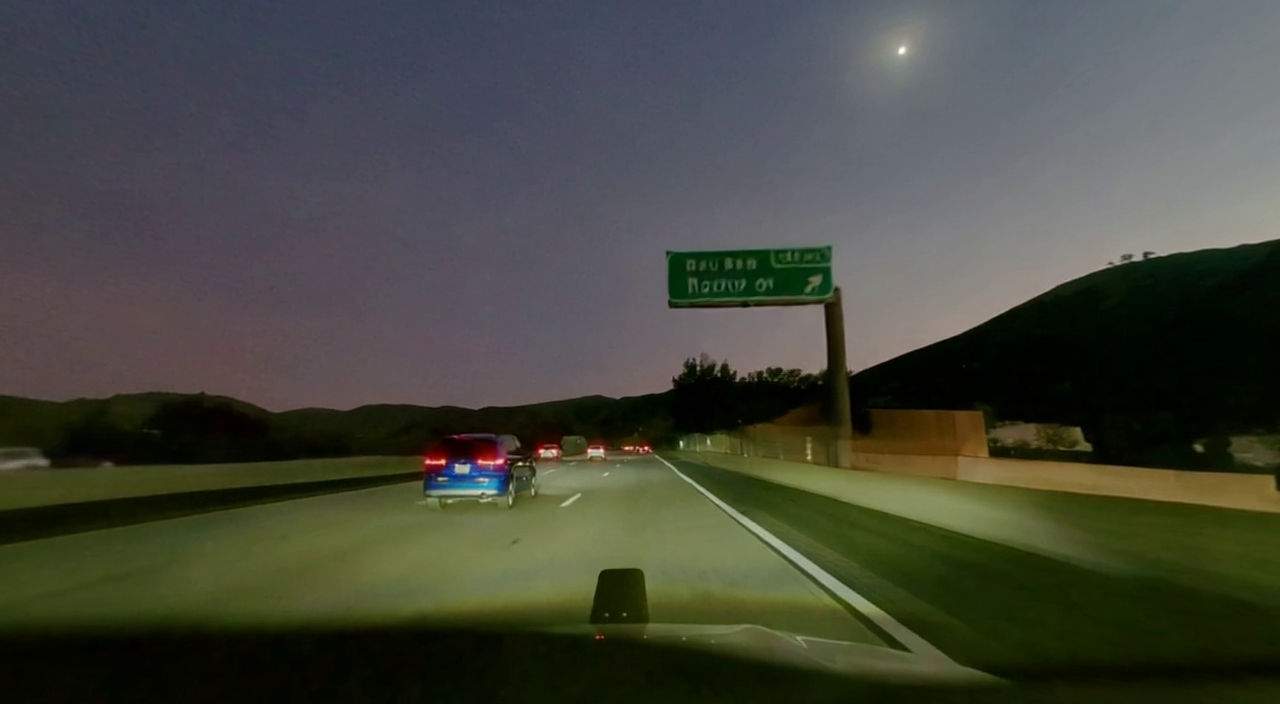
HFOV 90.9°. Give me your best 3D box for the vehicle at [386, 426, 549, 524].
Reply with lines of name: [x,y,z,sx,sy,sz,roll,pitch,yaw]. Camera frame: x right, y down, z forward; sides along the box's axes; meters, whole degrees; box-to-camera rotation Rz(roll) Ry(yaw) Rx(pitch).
vehicle: [-3.382,2.501,13.422,2.138,1.718,4.415,0,-8,1]
